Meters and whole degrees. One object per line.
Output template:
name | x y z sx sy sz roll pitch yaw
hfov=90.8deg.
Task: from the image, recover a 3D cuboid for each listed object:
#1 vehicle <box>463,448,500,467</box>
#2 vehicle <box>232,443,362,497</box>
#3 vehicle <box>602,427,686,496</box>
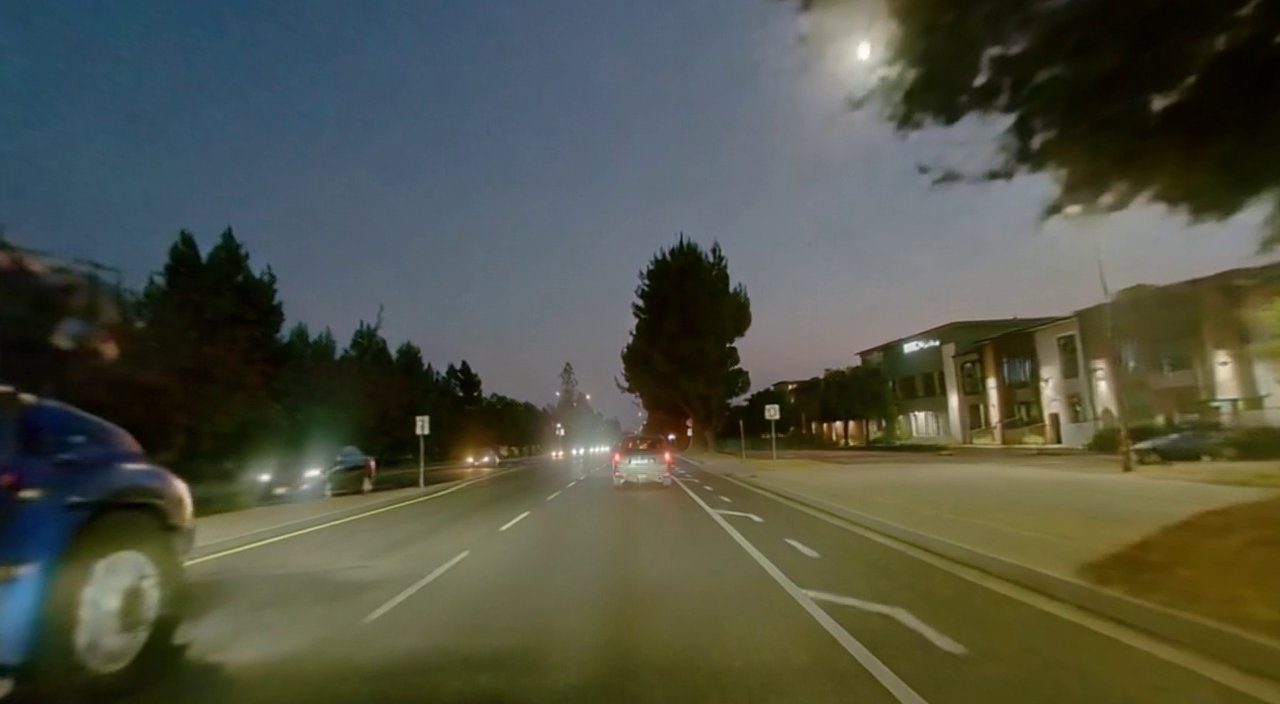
vehicle | -12.169 8.110 48.861 1.797 1.364 4.169 0 -8 0
vehicle | -12.091 4.124 22.685 2.143 1.711 4.477 0 -8 0
vehicle | 0.075 3.007 17.644 2.094 1.682 3.866 0 -8 -1
